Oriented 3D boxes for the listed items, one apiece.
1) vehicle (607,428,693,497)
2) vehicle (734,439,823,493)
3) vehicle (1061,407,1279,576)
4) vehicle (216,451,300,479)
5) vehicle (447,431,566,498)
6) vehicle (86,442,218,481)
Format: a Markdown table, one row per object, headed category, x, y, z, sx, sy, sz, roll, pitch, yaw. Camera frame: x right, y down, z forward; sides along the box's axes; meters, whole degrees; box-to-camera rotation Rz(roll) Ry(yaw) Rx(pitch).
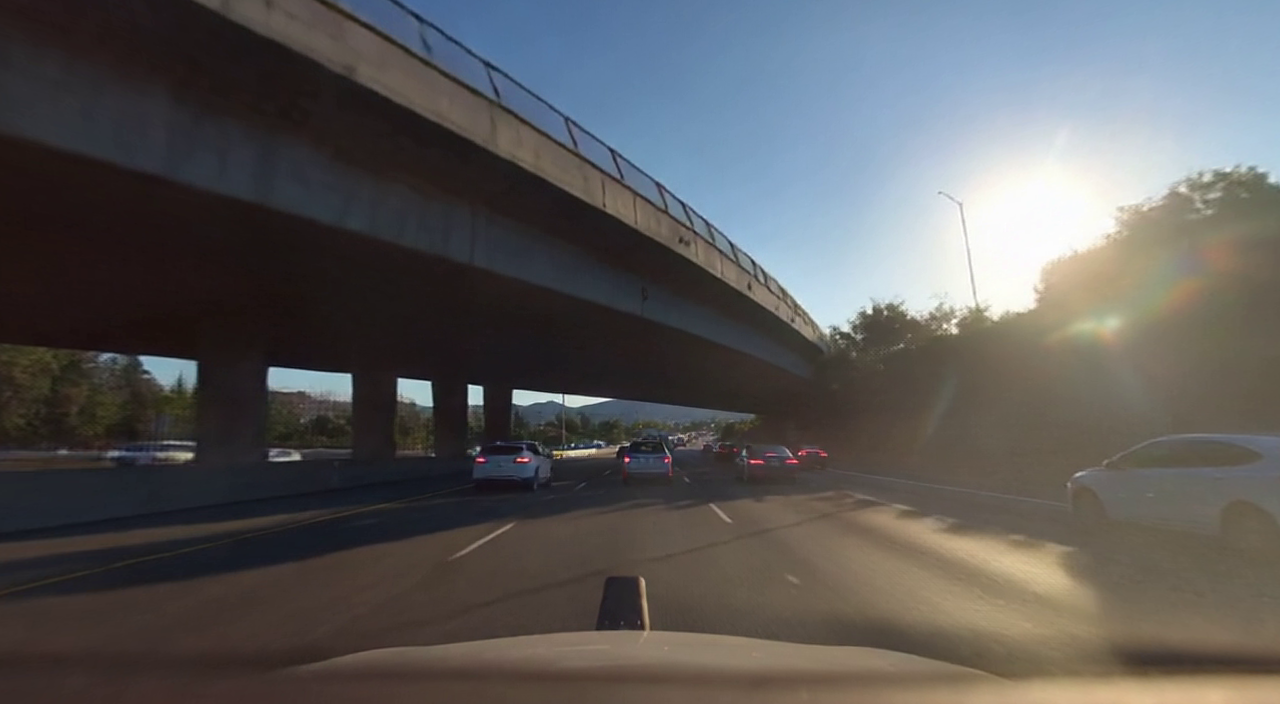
| category | x | y | z | sx | sy | sz | roll | pitch | yaw |
| --- | --- | --- | --- | --- | --- | --- | --- | --- | --- |
| vehicle | 0.328 | 3.131 | 18.157 | 2.181 | 1.728 | 3.970 | 0 | -9 | 2 |
| vehicle | 4.282 | 3.596 | 20.188 | 1.999 | 1.514 | 4.338 | 0 | -9 | 2 |
| vehicle | 7.384 | 1.516 | 7.076 | 2.028 | 1.657 | 4.823 | 0 | -9 | 1 |
| vehicle | -23.319 | 6.902 | 38.720 | 1.891 | 1.520 | 4.742 | 0 | -9 | 5 |
| vehicle | -3.574 | 3.133 | 17.954 | 2.128 | 1.627 | 4.697 | 0 | -9 | 3 |
| vehicle | -27.414 | 6.152 | 35.758 | 2.237 | 1.956 | 6.092 | 0 | -9 | 5 |
